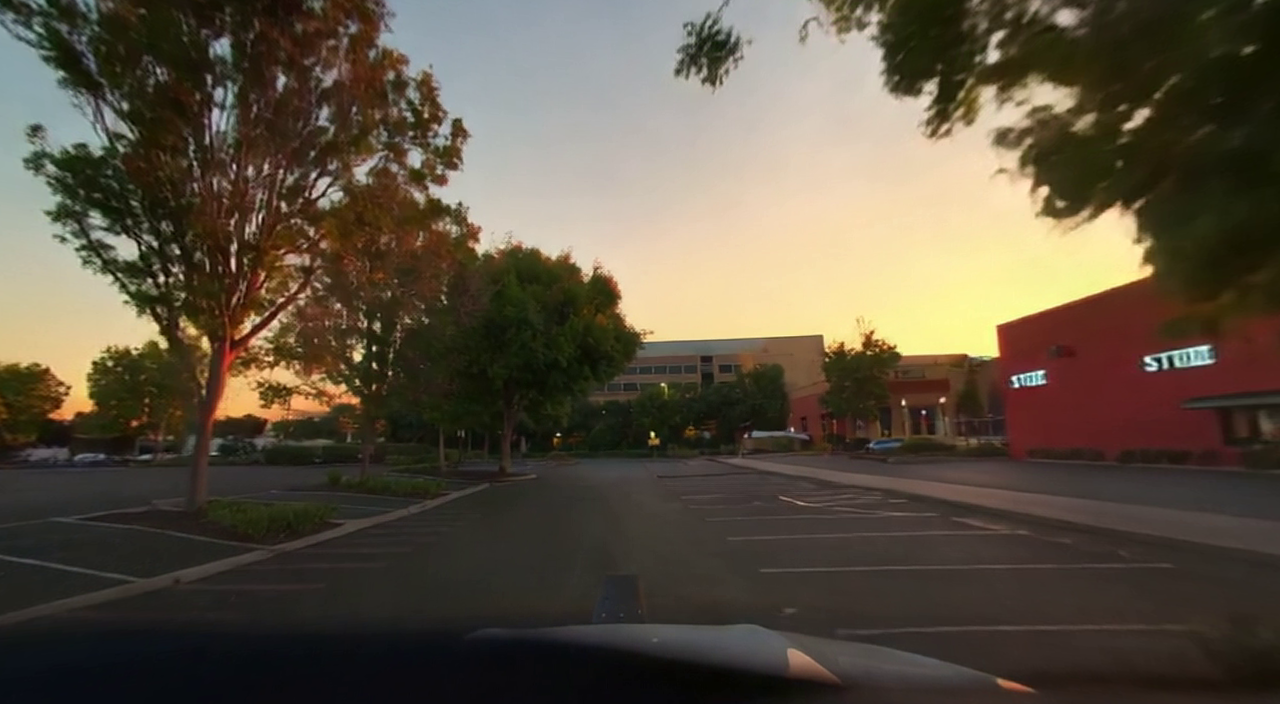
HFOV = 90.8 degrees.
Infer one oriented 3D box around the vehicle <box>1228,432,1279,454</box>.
[{"bbox_3d":[44.683,6.436,44.756,4.206,1.526,1.886,0,-8,-3],"label":"vehicle"}]
